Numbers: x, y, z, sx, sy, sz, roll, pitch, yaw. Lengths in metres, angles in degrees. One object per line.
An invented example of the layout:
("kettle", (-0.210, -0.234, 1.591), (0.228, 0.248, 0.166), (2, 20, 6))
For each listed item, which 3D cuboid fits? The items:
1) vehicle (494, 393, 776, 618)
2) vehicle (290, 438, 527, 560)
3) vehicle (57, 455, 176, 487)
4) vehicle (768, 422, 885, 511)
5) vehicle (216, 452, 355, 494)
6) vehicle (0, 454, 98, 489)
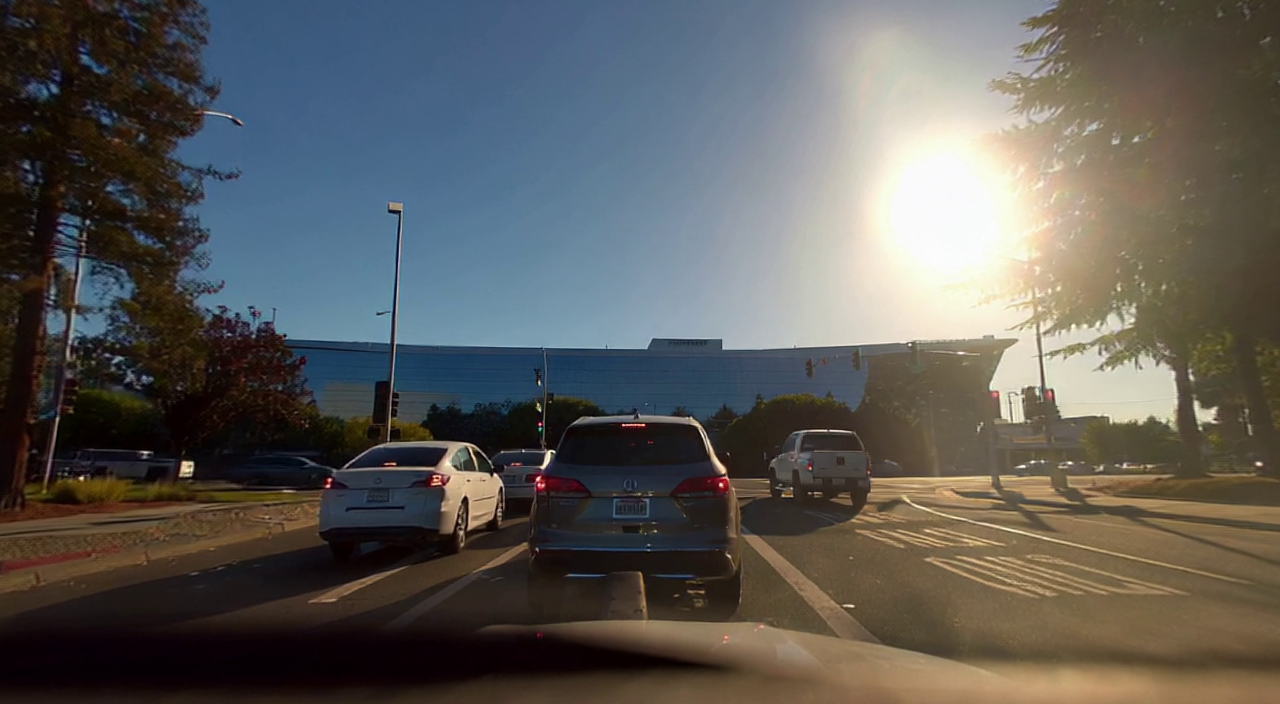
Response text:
("vehicle", (-0.034, 1.524, 7.179), (2.203, 1.757, 4.286), (0, -8, 0))
("vehicle", (-3.194, 2.099, 9.855), (1.913, 1.453, 4.413), (0, -8, 2))
("vehicle", (-26.089, 5.929, 31.564), (4.140, 1.444, 1.742), (2, -8, -16))
("vehicle", (4.807, 2.993, 16.919), (2.084, 2.053, 4.073), (-1, -8, 4))
("vehicle", (-13.590, 4.643, 24.452), (4.308, 1.494, 1.829), (2, -9, -15))
("vehicle", (-27.114, 5.270, 27.942), (4.198, 1.444, 1.765), (2, -9, -15))
